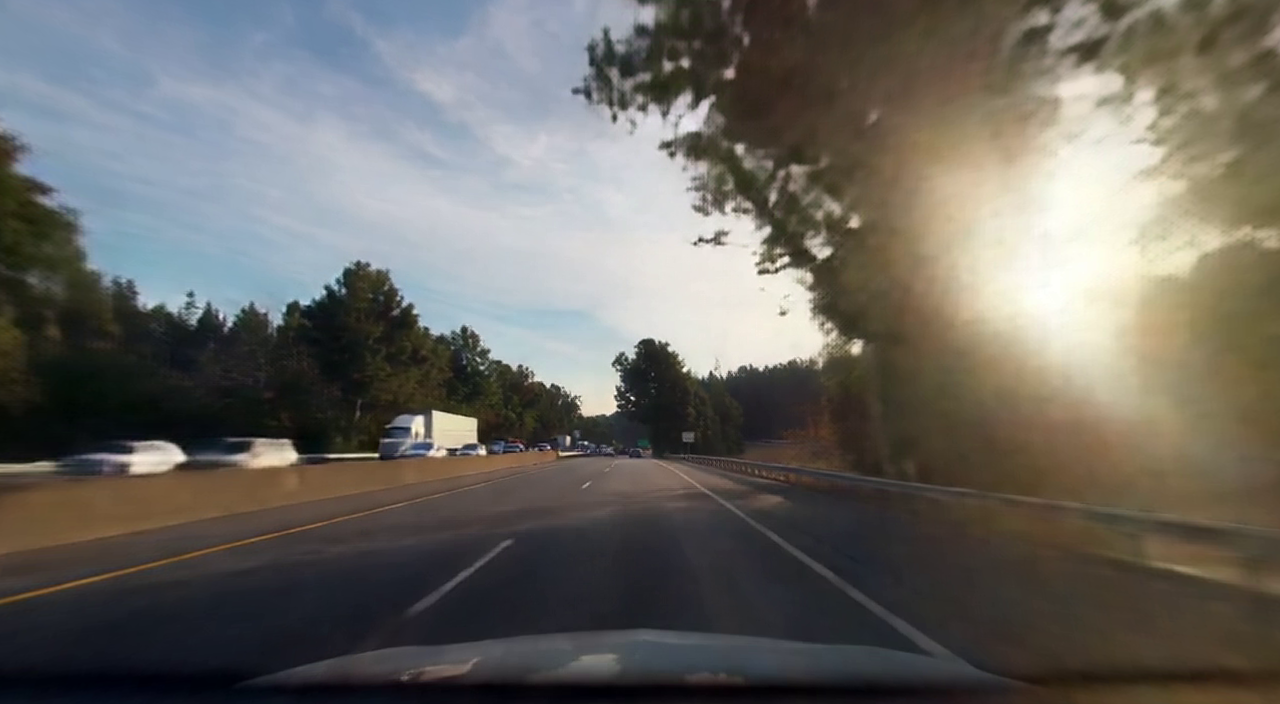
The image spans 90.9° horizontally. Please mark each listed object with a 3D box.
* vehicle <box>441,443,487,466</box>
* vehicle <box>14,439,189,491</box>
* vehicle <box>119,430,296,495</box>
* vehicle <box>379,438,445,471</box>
[{"bbox_3d":[-12.456,7.305,44.910,1.995,1.557,4.654,0,-9,0],"label":"vehicle"},{"bbox_3d":[-17.068,3.583,20.308,1.955,1.476,4.119,0,-9,0],"label":"vehicle"},{"bbox_3d":[-12.738,3.285,19.042,2.007,1.684,4.613,0,-9,0],"label":"vehicle"},{"bbox_3d":[-12.717,5.742,35.442,1.932,1.742,4.577,0,-9,1],"label":"vehicle"}]
